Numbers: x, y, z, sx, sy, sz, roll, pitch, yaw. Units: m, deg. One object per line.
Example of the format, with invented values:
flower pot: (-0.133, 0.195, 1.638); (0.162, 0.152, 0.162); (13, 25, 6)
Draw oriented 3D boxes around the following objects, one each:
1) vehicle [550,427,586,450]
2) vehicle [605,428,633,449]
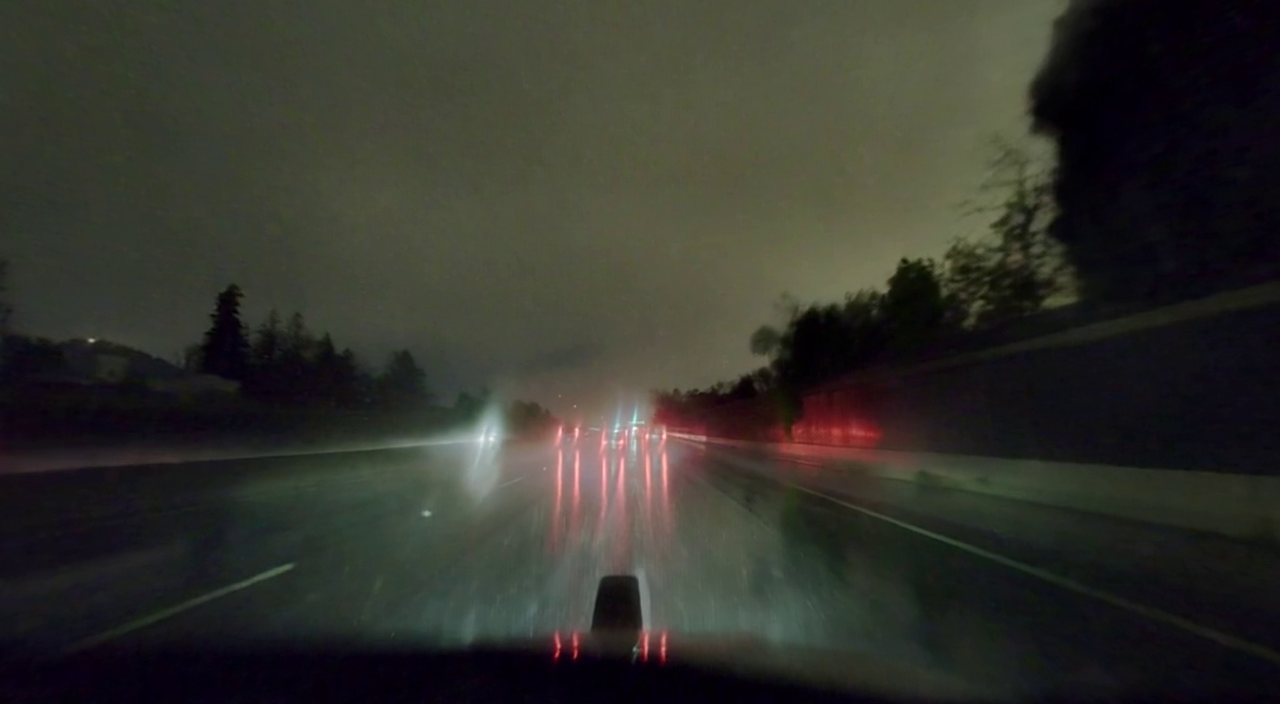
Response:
vehicle: (-5.310, 6.420, 46.812); (2.113, 1.632, 4.409); (0, -8, 1)
vehicle: (-1.597, 6.830, 49.607); (2.064, 1.571, 4.225); (0, -8, 0)
